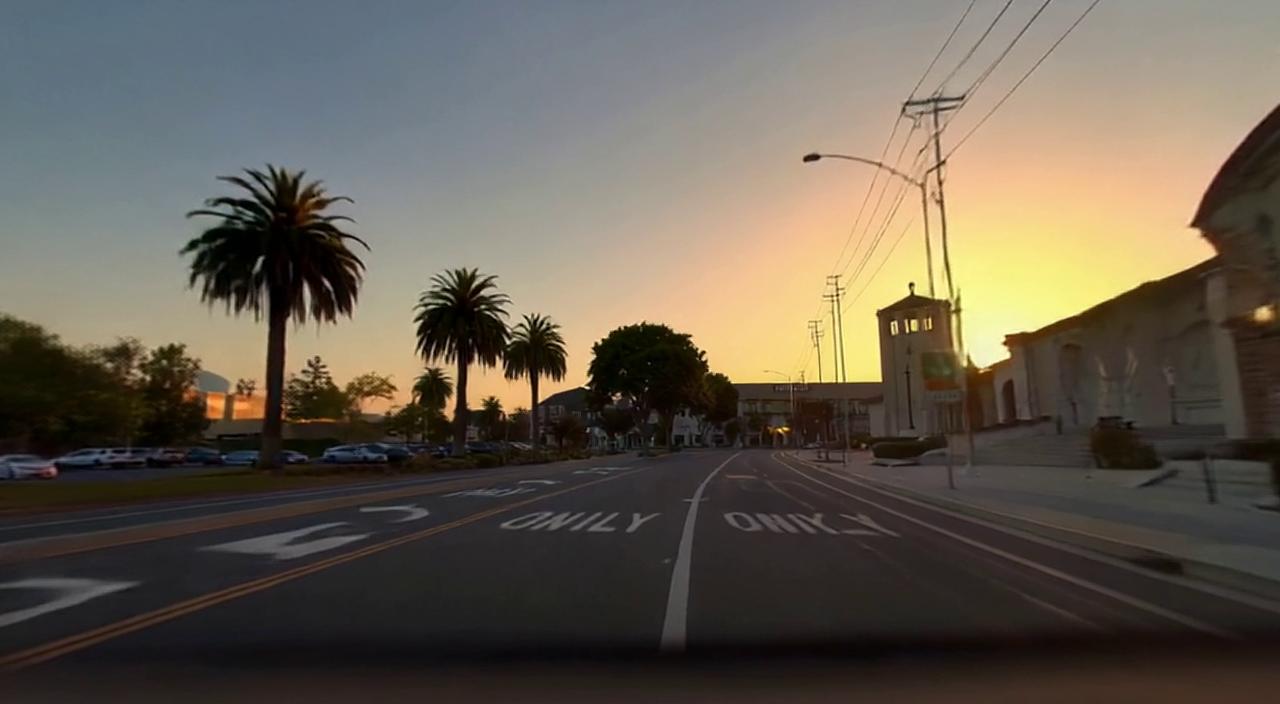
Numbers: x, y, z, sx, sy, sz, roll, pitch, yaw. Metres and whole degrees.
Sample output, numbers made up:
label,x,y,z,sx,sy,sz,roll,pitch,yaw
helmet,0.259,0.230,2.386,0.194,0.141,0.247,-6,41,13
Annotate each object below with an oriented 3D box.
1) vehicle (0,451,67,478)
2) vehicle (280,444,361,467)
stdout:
label,x,y,z,sx,sy,sz,roll,pitch,yaw
vehicle,-36.088,6.448,36.087,4.525,1.492,1.950,-1,-9,5
vehicle,-21.492,6.957,42.321,4.440,1.541,1.851,-1,-9,3
